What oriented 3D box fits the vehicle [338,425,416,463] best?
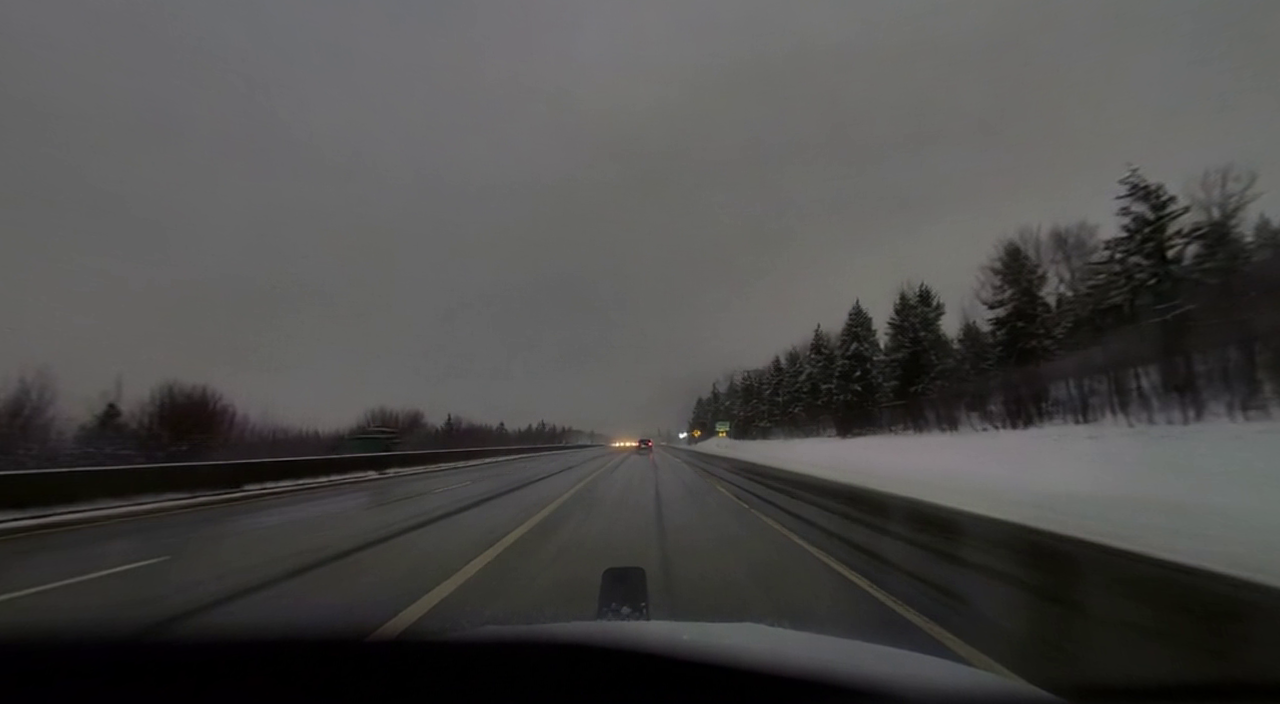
[{"bbox_3d":[-16.680,5.871,40.314,2.329,2.251,5.801,0,-8,1],"label":"vehicle"}]
